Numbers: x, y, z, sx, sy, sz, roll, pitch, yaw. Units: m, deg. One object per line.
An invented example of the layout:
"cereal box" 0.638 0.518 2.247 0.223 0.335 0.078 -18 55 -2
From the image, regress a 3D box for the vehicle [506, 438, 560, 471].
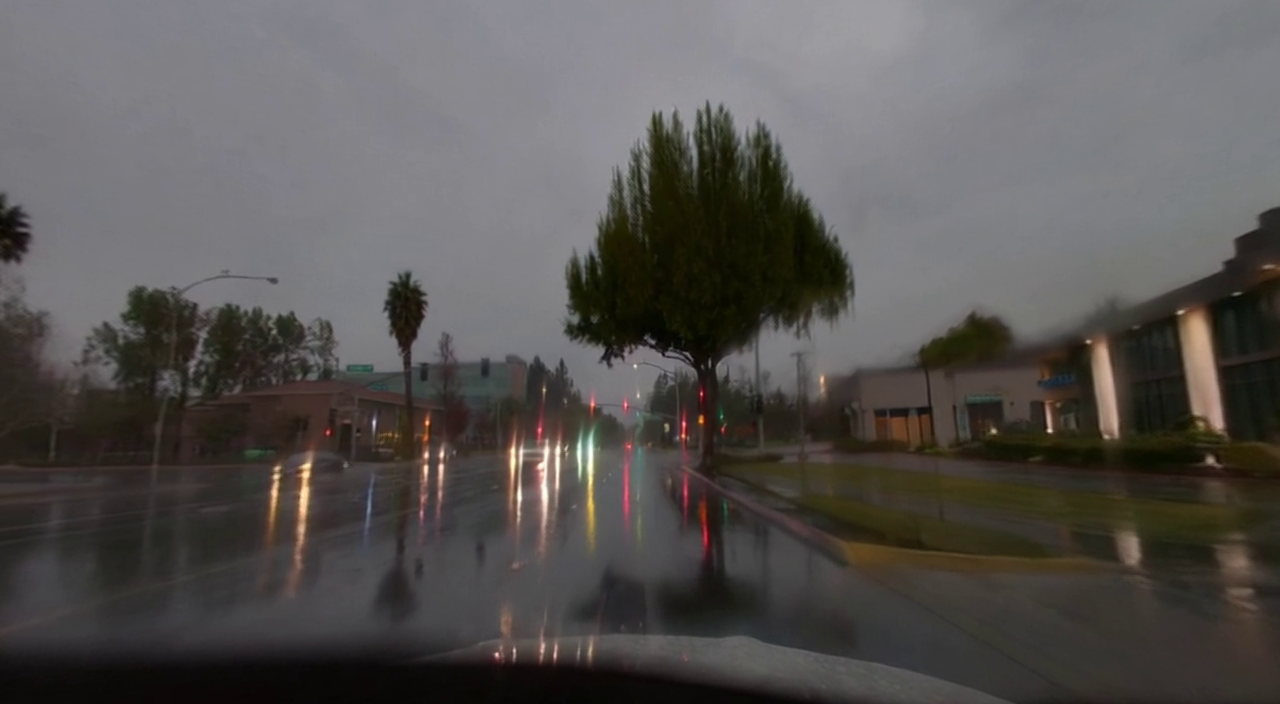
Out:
"vehicle" -6.022 5.857 35.974 2.121 1.731 4.707 0 -8 1
